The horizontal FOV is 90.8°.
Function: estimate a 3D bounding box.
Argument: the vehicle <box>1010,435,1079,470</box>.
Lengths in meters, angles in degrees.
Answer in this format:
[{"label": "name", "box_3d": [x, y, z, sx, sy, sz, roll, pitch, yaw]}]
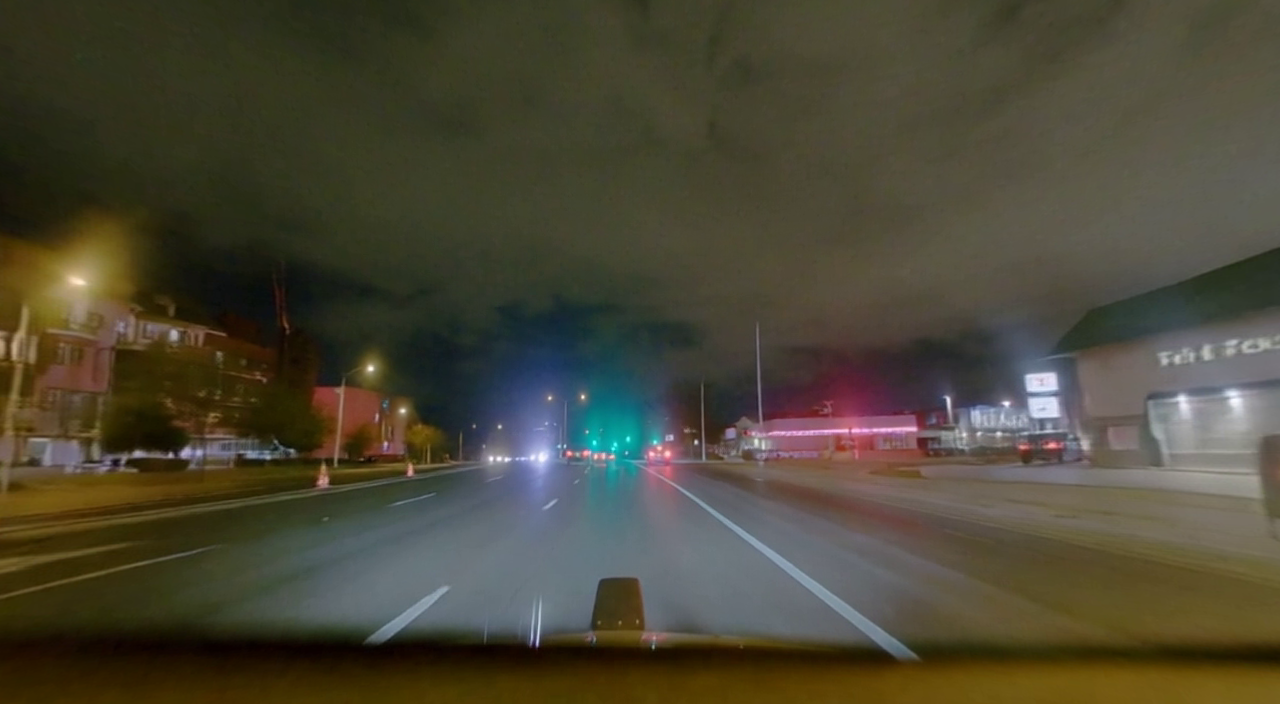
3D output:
[{"label": "vehicle", "box_3d": [21.021, 5.187, 32.713, 2.160, 1.639, 5.163, -8, -11, 40]}]
